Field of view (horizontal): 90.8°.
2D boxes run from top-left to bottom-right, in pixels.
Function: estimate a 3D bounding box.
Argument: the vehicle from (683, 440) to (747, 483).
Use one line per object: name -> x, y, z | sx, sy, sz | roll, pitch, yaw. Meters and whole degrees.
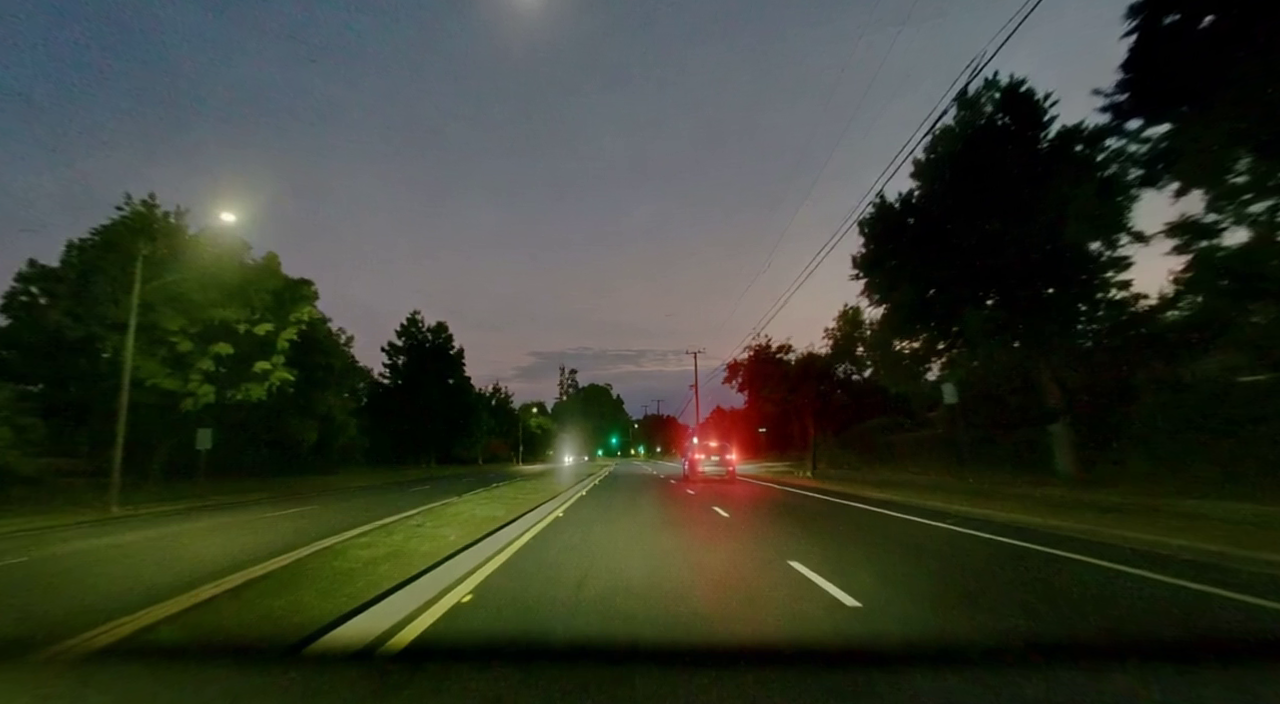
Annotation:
vehicle -> 3.333, 4.990, 29.106 | 2.193, 1.777, 4.772 | 0, -9, -2
